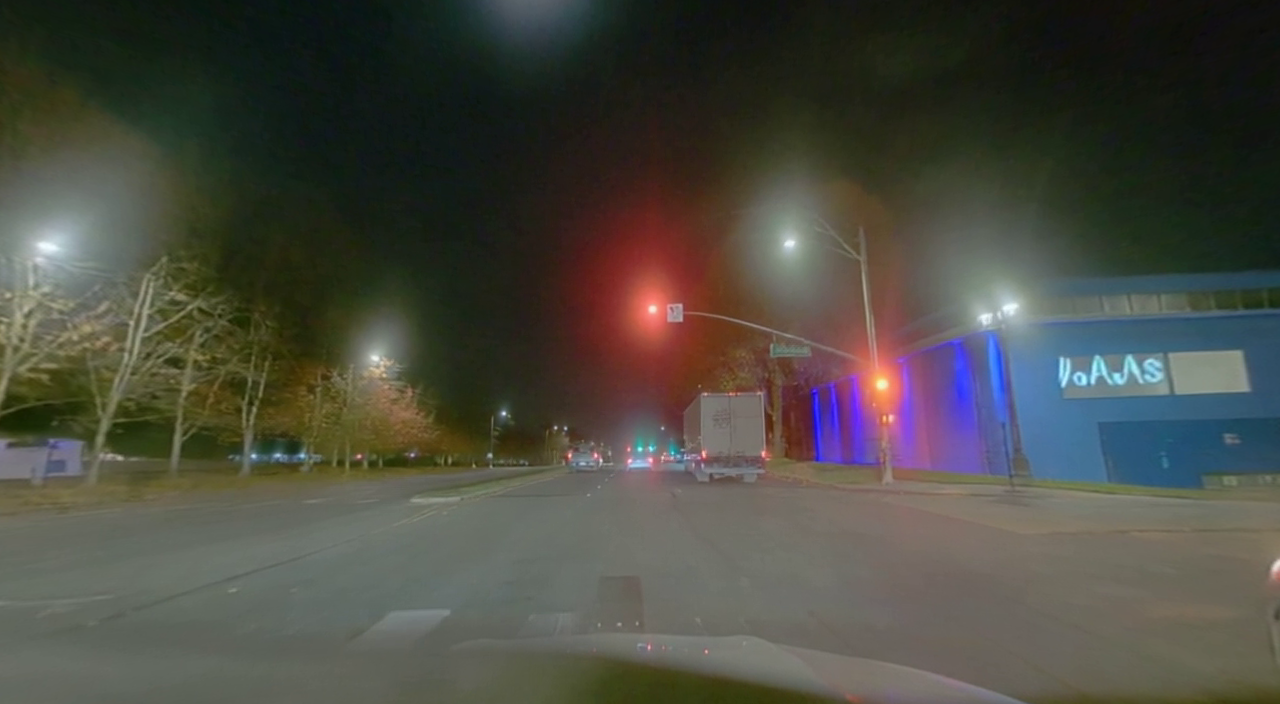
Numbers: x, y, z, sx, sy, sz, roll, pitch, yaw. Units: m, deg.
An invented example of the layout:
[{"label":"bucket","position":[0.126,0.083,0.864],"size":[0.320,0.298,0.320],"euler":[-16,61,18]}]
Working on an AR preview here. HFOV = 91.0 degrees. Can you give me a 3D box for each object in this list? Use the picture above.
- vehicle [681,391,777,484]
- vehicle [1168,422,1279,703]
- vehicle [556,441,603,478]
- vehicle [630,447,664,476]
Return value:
[{"label":"vehicle","position":[3.902,4.223,30.612],"size":[3.003,3.680,10.684],"euler":[0,-9,-1]},{"label":"vehicle","position":[3.689,0.726,0.731],"size":[1.915,1.449,4.970],"euler":[0,-9,1]},{"label":"vehicle","position":[-3.314,5.954,35.184],"size":[2.035,1.867,4.607],"euler":[-1,-9,2]},{"label":"vehicle","position":[0.407,6.211,35.958],"size":[1.846,1.528,4.348],"euler":[0,-9,1]}]
